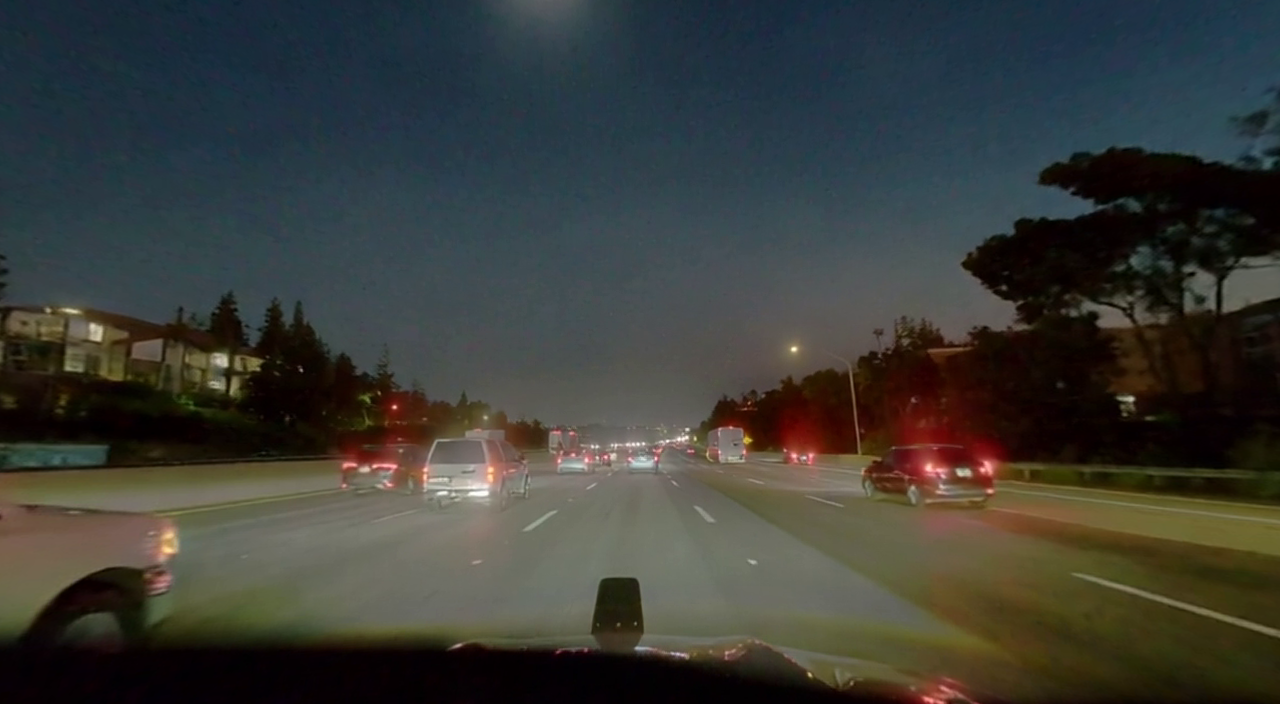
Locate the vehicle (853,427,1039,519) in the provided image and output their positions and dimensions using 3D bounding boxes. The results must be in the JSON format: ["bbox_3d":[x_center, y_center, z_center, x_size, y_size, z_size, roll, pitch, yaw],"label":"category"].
[{"bbox_3d":[6.614,2.659,14.302,1.992,1.745,4.329,0,-9,0],"label":"vehicle"}]

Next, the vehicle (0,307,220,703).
[{"bbox_3d":[-3.472,0.555,1.022,2.234,1.809,4.768,0,-9,0],"label":"vehicle"}]

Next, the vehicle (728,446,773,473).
[{"bbox_3d":[6.446,6.295,37.128,1.895,1.488,4.254,0,-9,0],"label":"vehicle"}]

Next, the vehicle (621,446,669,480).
[{"bbox_3d":[0.232,5.009,28.660,2.053,1.461,3.941,0,-9,1],"label":"vehicle"}]

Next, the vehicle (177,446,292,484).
[{"bbox_3d":[-17.949,4.987,28.161,1.728,1.537,4.734,-1,-9,4],"label":"vehicle"}]

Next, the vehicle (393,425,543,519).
[{"bbox_3d":[-3.555,2.586,14.030,2.012,1.734,4.510,0,-9,1],"label":"vehicle"}]

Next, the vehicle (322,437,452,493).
[{"bbox_3d":[-8.914,4.039,22.911,2.322,1.743,5.624,0,-9,1],"label":"vehicle"}]

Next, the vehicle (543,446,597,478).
[{"bbox_3d":[-3.329,5.330,30.708,2.025,1.449,4.190,0,-9,1],"label":"vehicle"}]

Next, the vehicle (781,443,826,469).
[{"bbox_3d":[11.233,7.204,43.604,1.988,1.676,4.262,0,-9,1],"label":"vehicle"}]
